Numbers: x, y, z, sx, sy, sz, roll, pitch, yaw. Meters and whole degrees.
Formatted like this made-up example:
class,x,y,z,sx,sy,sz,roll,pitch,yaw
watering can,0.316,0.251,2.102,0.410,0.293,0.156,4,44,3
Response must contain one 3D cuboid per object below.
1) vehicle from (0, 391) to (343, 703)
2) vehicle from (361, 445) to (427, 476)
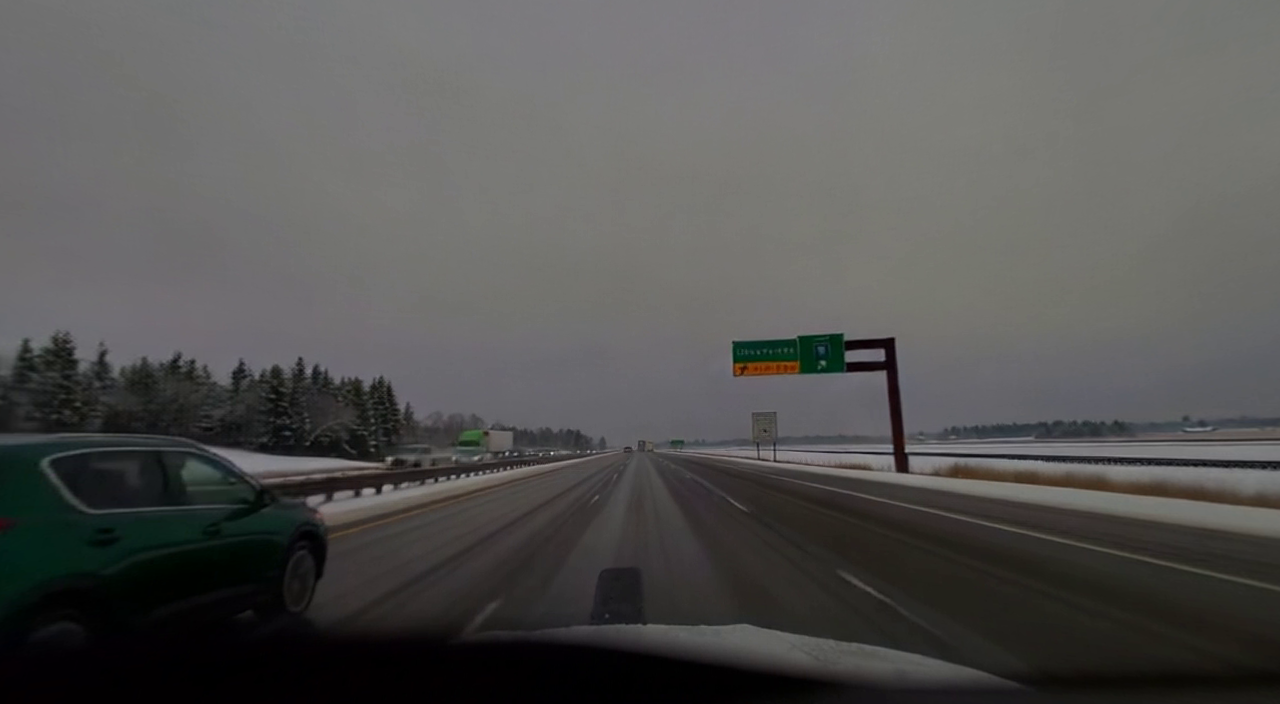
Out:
class,x,y,z,sx,sy,sz,roll,pitch,yaw
vehicle,-3.460,1.039,3.304,1.815,1.500,4.036,0,-9,0
vehicle,-14.437,6.397,37.278,2.059,1.722,4.527,0,-9,0
